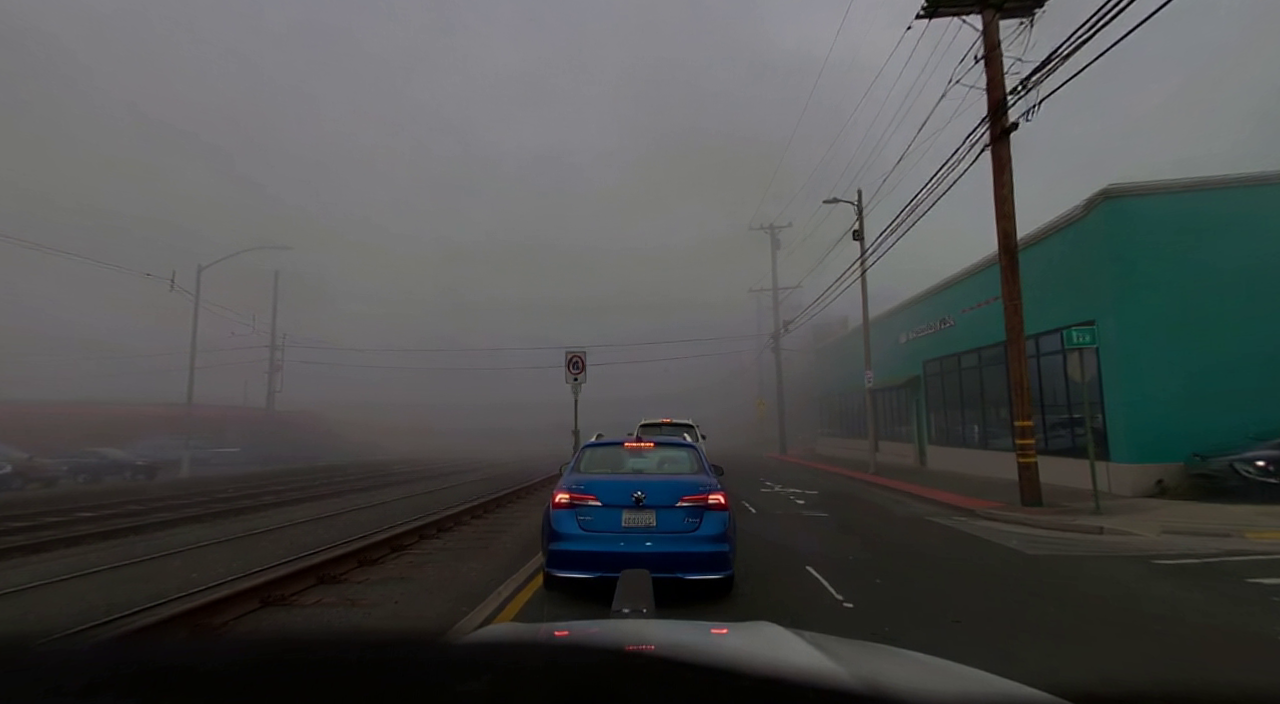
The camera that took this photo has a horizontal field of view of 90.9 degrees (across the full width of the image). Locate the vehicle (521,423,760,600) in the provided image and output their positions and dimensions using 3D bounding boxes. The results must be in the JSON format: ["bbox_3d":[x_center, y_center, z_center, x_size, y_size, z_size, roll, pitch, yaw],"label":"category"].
[{"bbox_3d":[0.091,1.706,7.608,2.090,1.518,4.033,-1,-9,3],"label":"vehicle"}]

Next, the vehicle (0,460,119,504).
[{"bbox_3d":[-21.947,4.678,22.818,4.566,1.453,1.935,-1,-9,5],"label":"vehicle"}]
